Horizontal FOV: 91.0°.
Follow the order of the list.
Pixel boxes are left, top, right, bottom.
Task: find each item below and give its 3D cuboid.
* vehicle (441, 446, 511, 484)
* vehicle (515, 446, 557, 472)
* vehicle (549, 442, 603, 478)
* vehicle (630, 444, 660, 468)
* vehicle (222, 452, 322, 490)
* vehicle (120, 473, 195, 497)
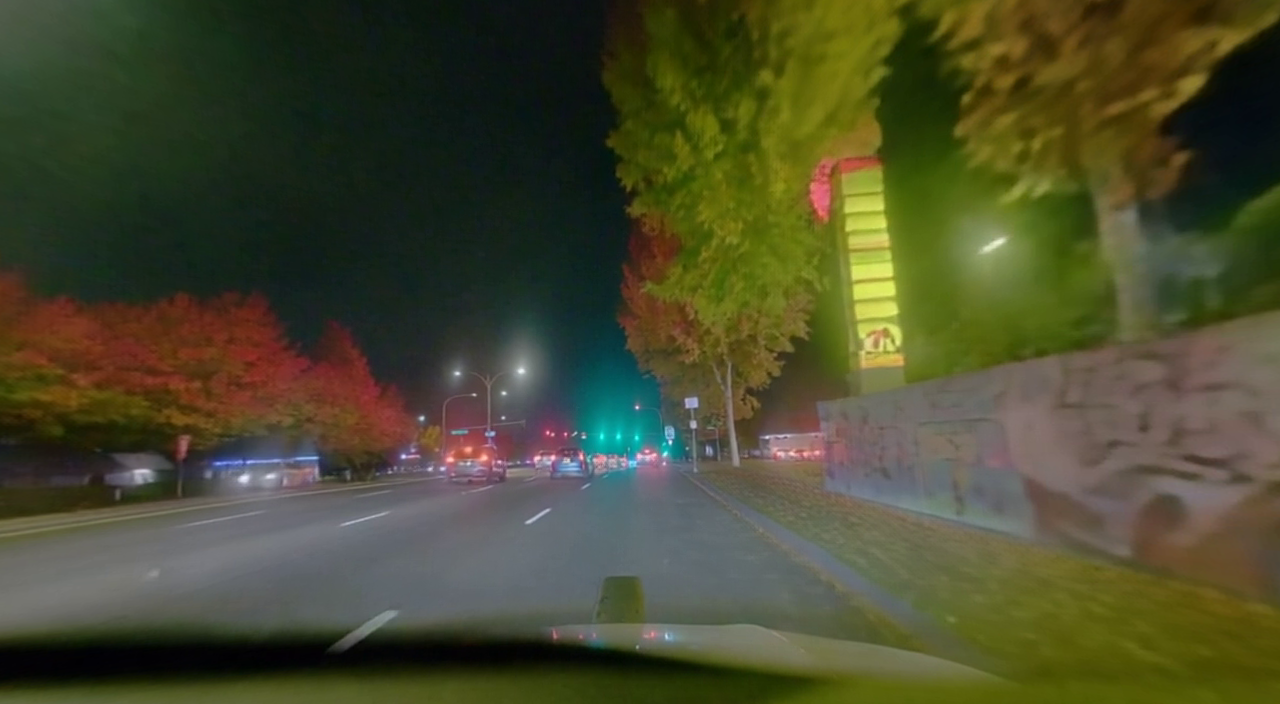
[{"bbox_3d":[-7.430,5.135,28.988,1.932,1.596,4.247,0,-9,1],"label":"vehicle"},{"bbox_3d":[-7.338,7.591,44.740,2.069,1.719,4.441,0,-9,2],"label":"vehicle"},{"bbox_3d":[-3.124,5.406,31.844,2.165,1.663,4.513,0,-9,1],"label":"vehicle"},{"bbox_3d":[0.324,7.639,46.394,2.144,1.704,4.028,1,-9,-1],"label":"vehicle"},{"bbox_3d":[-21.543,6.953,37.240,2.288,2.026,5.649,0,-9,3],"label":"vehicle"},{"bbox_3d":[-38.116,10.512,49.858,4.524,1.680,1.965,7,-11,-36],"label":"vehicle"}]
